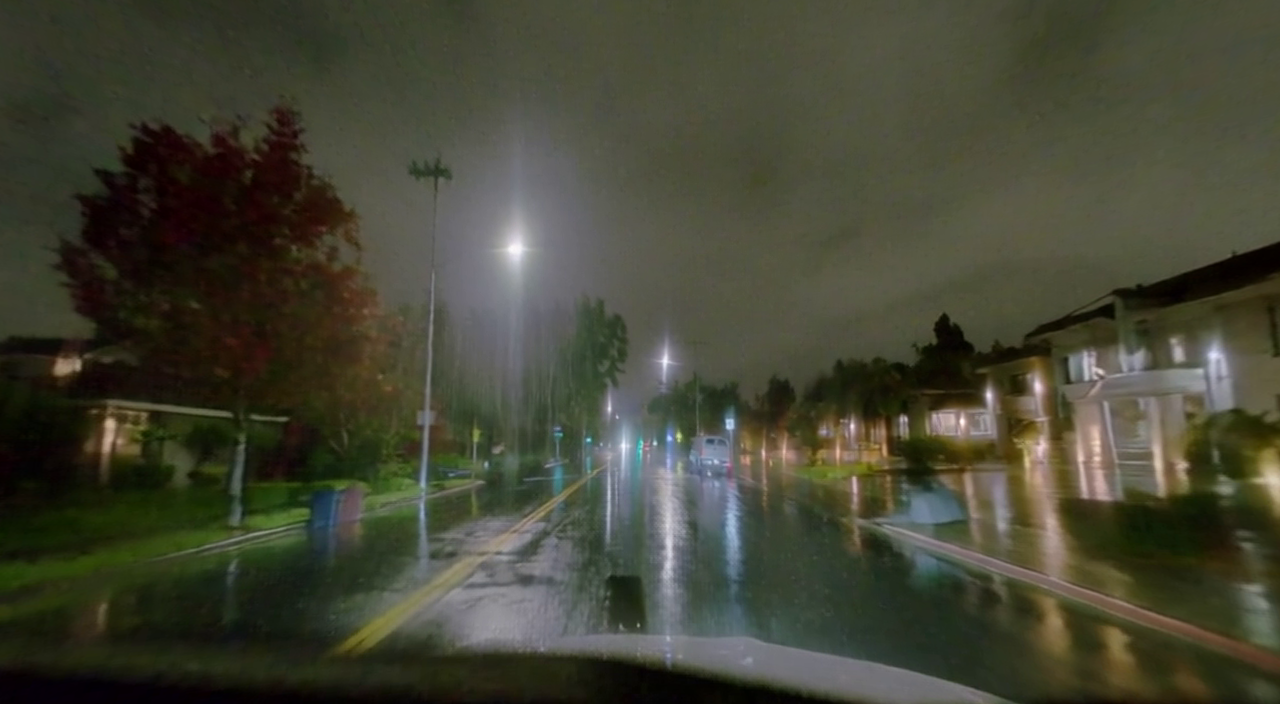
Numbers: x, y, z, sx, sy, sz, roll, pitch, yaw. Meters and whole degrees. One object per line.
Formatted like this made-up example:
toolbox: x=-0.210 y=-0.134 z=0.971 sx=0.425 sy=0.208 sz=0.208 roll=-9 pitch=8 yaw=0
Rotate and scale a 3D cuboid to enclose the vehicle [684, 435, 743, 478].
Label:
vehicle: x=3.135 y=4.568 z=27.916 sx=2.086 sy=1.726 sz=4.384 roll=0 pitch=-8 yaw=0
